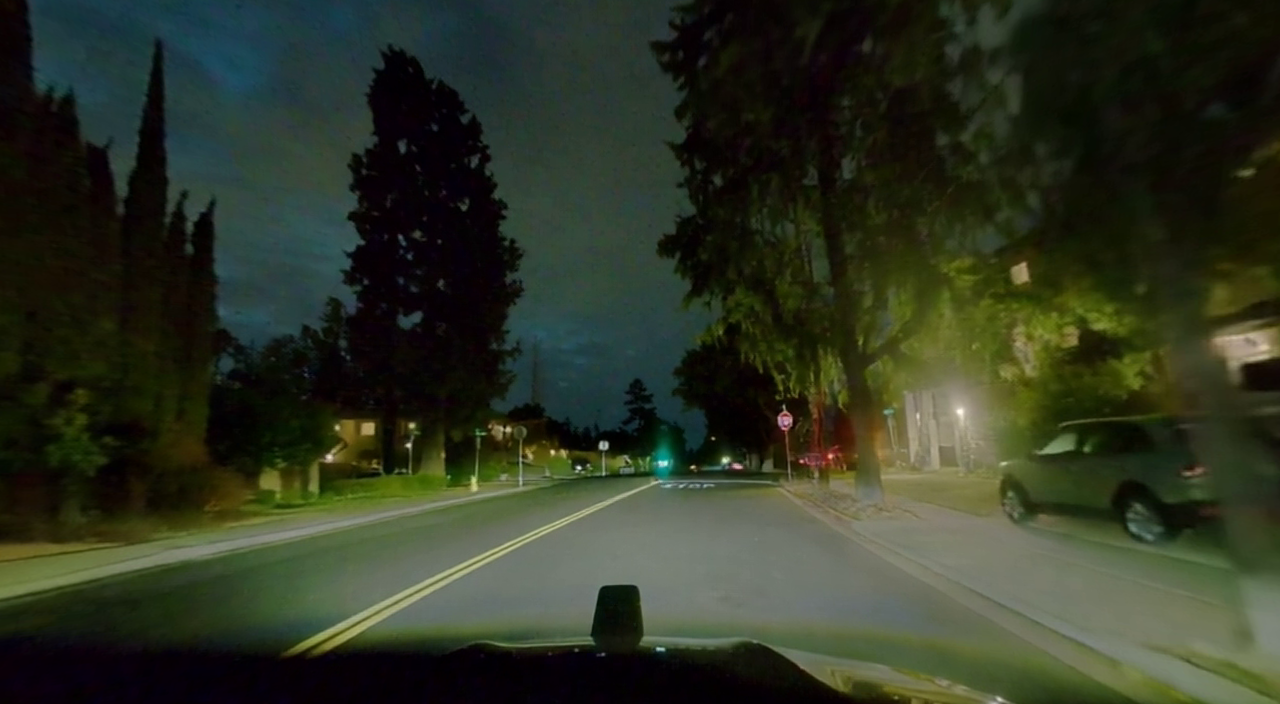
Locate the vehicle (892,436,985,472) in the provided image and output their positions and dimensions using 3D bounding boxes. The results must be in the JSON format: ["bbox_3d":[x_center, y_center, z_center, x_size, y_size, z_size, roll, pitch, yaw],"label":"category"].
[{"bbox_3d":[19.219,6.606,40.728,4.788,1.875,2.148,0,-19,-9],"label":"vehicle"}]

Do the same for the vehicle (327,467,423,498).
[{"bbox_3d":[-14.199,6.997,33.957,4.320,1.443,1.867,0,-8,-2],"label":"vehicle"}]

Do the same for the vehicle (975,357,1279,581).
[{"bbox_3d":[6.489,1.315,7.670,2.163,1.885,4.804,-1,-8,0],"label":"vehicle"}]
